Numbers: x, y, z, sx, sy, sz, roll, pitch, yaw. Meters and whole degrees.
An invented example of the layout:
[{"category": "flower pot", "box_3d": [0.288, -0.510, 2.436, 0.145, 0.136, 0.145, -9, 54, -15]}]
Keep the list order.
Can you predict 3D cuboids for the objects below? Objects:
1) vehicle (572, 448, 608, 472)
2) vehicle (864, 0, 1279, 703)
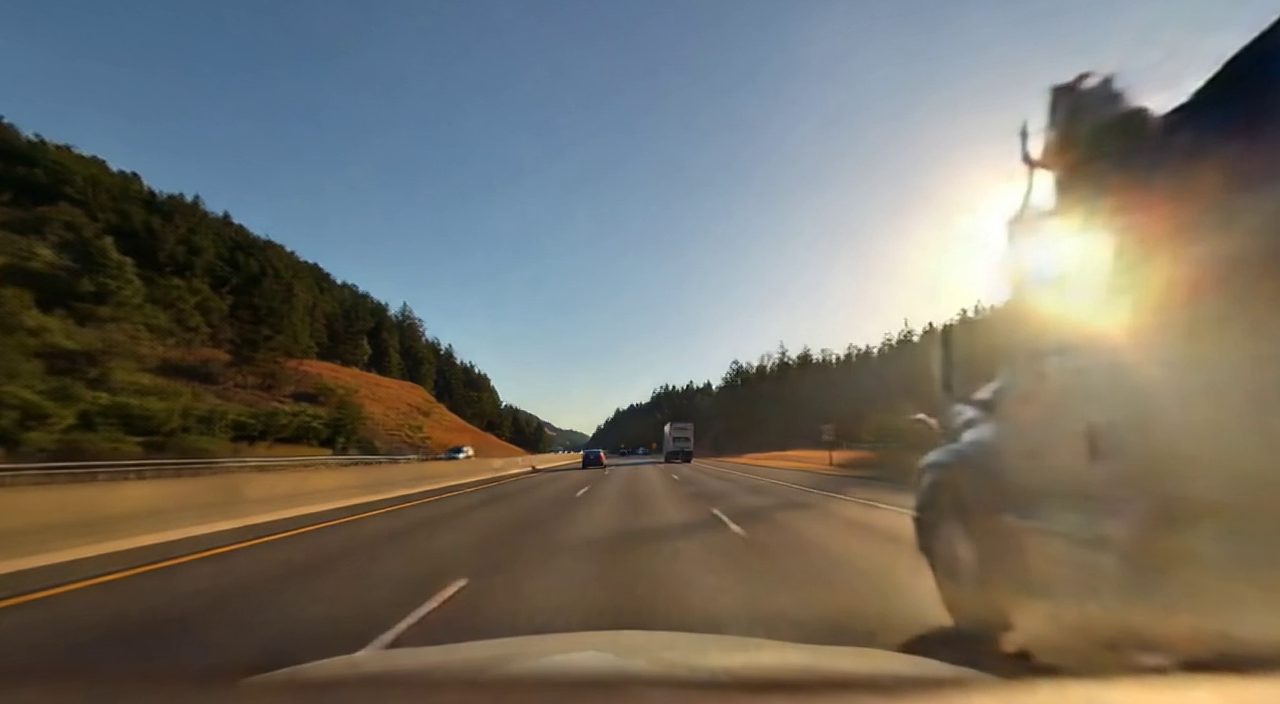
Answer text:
[{"category": "vehicle", "box_3d": [-3.363, 7.385, 43.346, 2.091, 1.522, 4.301, 0, -9, 0]}, {"category": "vehicle", "box_3d": [3.700, -0.393, 1.047, 3.046, 3.762, 9.803, 0, -9, 0]}]
